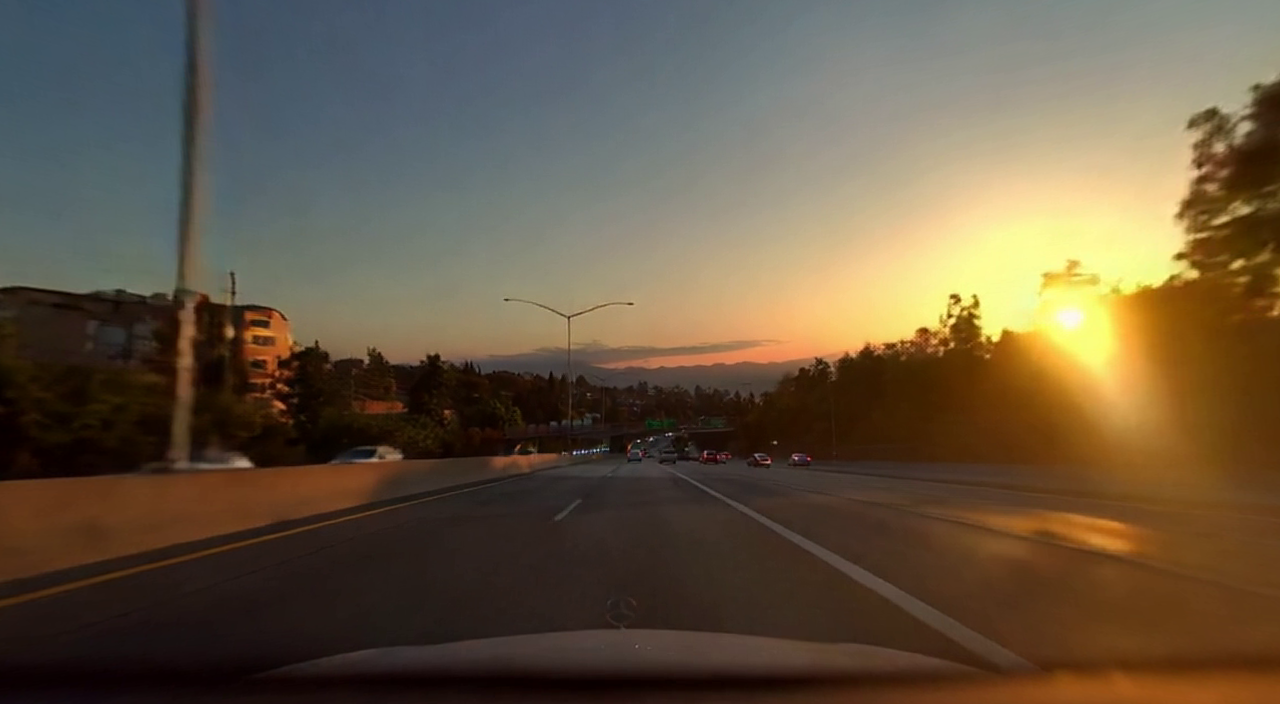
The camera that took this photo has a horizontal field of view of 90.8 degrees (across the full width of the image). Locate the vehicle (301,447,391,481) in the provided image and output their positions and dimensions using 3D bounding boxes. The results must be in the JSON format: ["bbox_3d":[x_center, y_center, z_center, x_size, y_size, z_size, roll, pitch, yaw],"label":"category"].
[{"bbox_3d":[-13.822,5.276,30.046,2.069,1.493,4.539,0,-9,0],"label":"vehicle"}]

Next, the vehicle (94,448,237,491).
[{"bbox_3d":[-17.426,4.299,23.543,1.890,1.429,4.410,0,-9,0],"label":"vehicle"}]
